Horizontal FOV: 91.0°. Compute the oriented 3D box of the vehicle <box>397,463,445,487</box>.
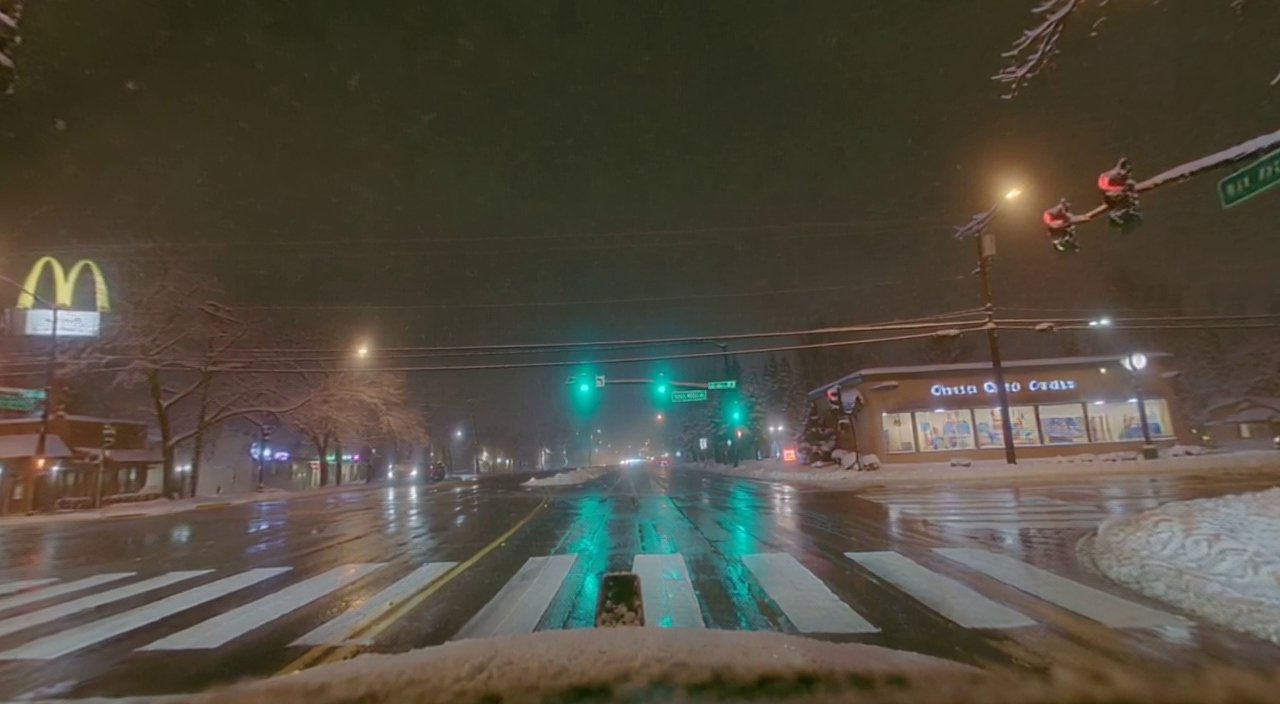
[{"bbox_3d":[-15.730,8.831,45.414,1.931,1.471,4.152,0,-9,0],"label":"vehicle"}]

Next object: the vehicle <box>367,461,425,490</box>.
[{"bbox_3d":[-19.192,9.713,49.810,2.227,2.033,5.614,0,-9,2],"label":"vehicle"}]

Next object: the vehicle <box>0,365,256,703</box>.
[{"bbox_3d":[-3.415,0.743,1.414,2.081,1.644,4.523,0,-9,3],"label":"vehicle"}]
